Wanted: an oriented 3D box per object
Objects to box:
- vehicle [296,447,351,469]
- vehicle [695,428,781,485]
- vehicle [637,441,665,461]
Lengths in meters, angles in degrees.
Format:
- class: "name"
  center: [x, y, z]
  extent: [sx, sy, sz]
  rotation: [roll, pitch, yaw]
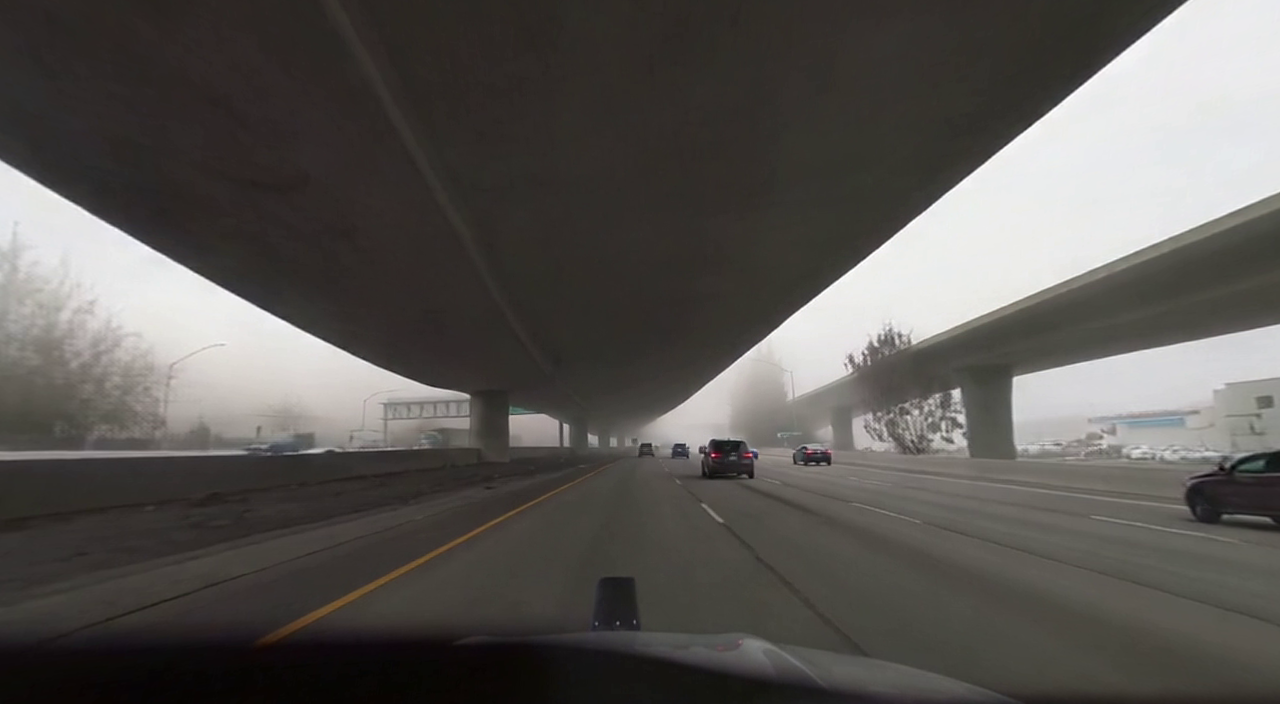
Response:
- class: "vehicle"
  center: [-23.164, 7.748, 46.437]
  extent: [1.750, 1.472, 4.460]
  rotation: [0, -9, -1]
- class: "vehicle"
  center: [3.309, 3.659, 22.445]
  extent: [2.226, 1.779, 4.835]
  rotation: [0, -9, -1]
- class: "vehicle"
  center: [0.859, 7.691, 49.023]
  extent: [2.046, 1.475, 3.784]
  rotation: [0, -8, 1]
